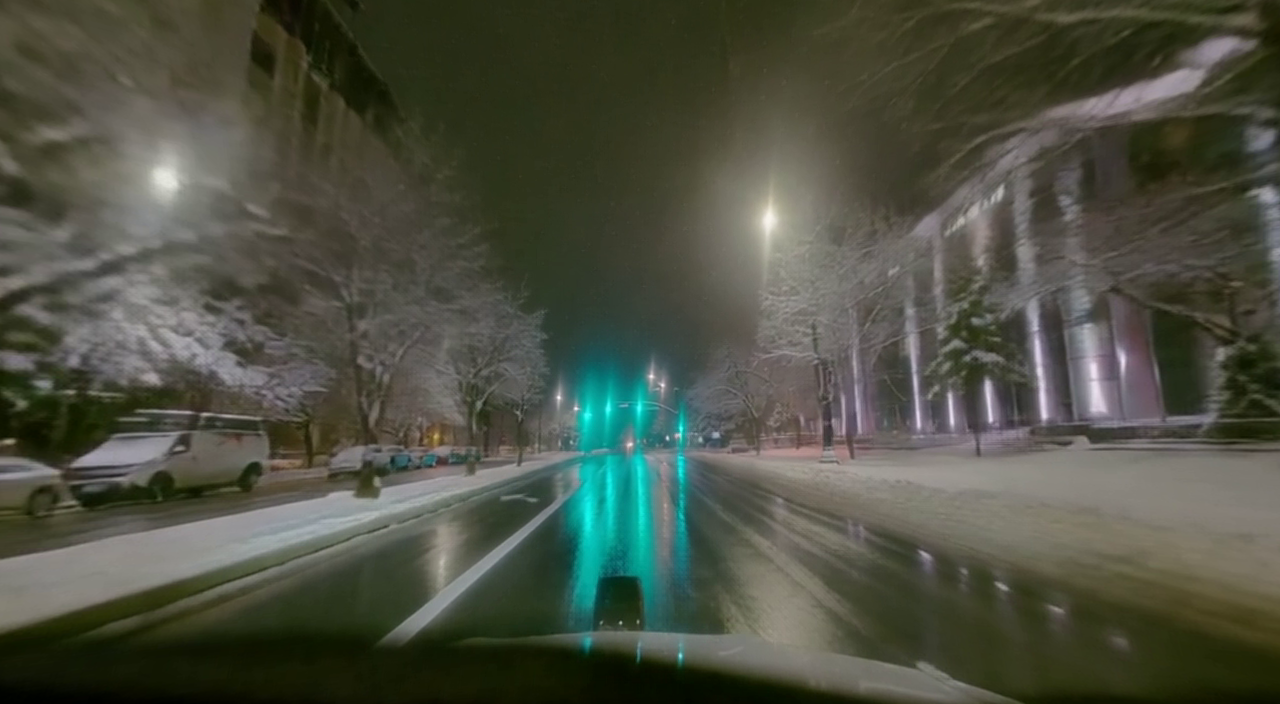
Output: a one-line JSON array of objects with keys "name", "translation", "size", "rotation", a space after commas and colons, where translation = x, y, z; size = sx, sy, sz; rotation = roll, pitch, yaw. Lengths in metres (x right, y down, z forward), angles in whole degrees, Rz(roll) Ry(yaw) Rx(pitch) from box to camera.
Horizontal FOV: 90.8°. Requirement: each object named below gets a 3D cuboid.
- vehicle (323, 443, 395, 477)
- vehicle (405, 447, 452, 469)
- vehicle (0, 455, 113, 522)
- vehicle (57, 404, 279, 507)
[{"name": "vehicle", "translation": [-15.601, 6.006, 35.374], "size": [1.950, 1.749, 5.006], "rotation": [0, -8, -3]}, {"name": "vehicle", "translation": [-15.519, 7.775, 46.559], "size": [1.776, 1.468, 5.089], "rotation": [0, -8, -1]}, {"name": "vehicle", "translation": [-15.510, 3.198, 14.886], "size": [1.929, 1.471, 4.919], "rotation": [0, -8, 0]}, {"name": "vehicle", "translation": [-15.426, 3.468, 21.487], "size": [2.335, 2.896, 6.785], "rotation": [-1, -9, -1]}]
